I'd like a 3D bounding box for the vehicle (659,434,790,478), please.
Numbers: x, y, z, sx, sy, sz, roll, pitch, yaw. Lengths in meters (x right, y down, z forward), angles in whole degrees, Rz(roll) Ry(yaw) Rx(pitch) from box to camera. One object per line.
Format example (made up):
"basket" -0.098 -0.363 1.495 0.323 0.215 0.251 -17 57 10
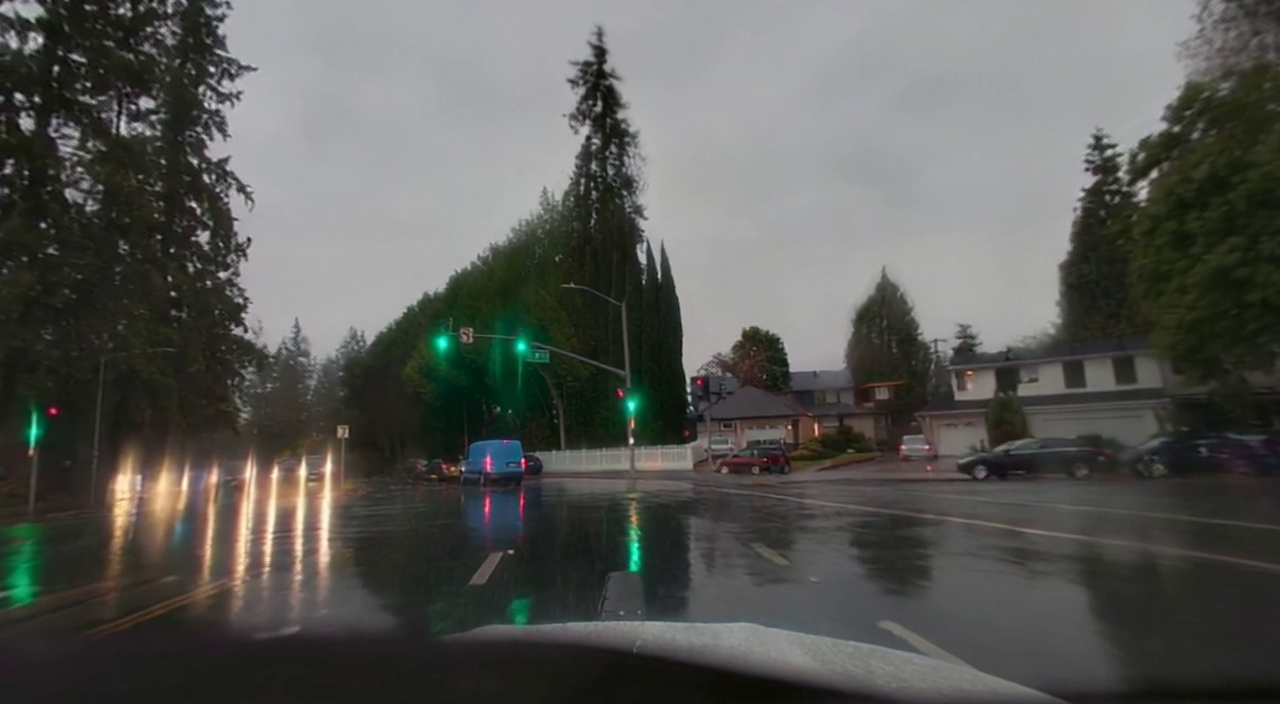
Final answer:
"vehicle" 4.229 5.279 32.256 6.104 2.026 2.514 -6 -11 35

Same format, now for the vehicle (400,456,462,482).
"vehicle" -12.646 7.013 38.127 2.008 1.445 4.386 7 -11 -40

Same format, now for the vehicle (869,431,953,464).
"vehicle" 16.384 5.767 38.239 4.268 1.765 1.989 -5 -5 33

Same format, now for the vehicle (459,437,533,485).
"vehicle" -7.068 5.226 30.606 2.213 2.124 4.809 4 -10 -28

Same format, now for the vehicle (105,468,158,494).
"vehicle" -36.771 9.359 45.667 4.290 1.497 2.093 -12 -10 38

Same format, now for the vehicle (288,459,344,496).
"vehicle" -15.040 5.722 29.200 1.952 1.461 4.377 5 -10 -30

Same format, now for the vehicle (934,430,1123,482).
"vehicle" 11.873 3.233 19.681 4.509 1.481 2.027 -2 -9 13

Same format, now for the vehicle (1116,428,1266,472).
"vehicle" 21.298 3.842 24.681 4.082 1.591 1.916 -7 -11 35

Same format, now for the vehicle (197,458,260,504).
"vehicle" -18.206 5.649 28.131 2.078 1.783 4.670 5 -10 -31
